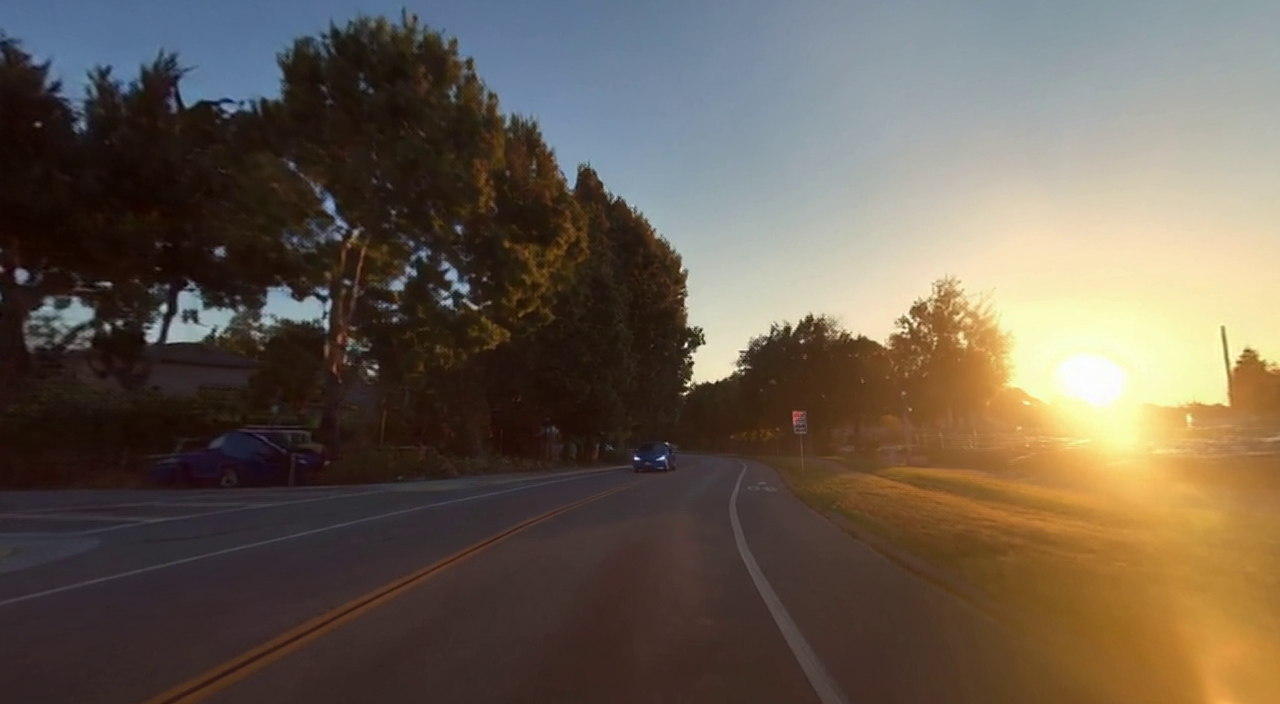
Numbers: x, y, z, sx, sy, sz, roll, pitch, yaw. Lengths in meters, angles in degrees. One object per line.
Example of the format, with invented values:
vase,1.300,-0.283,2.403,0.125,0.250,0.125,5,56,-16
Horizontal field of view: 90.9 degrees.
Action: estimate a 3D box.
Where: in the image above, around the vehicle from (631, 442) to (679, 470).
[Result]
vehicle,0.937,5.919,36.196,2.190,1.499,4.209,-1,-9,10
